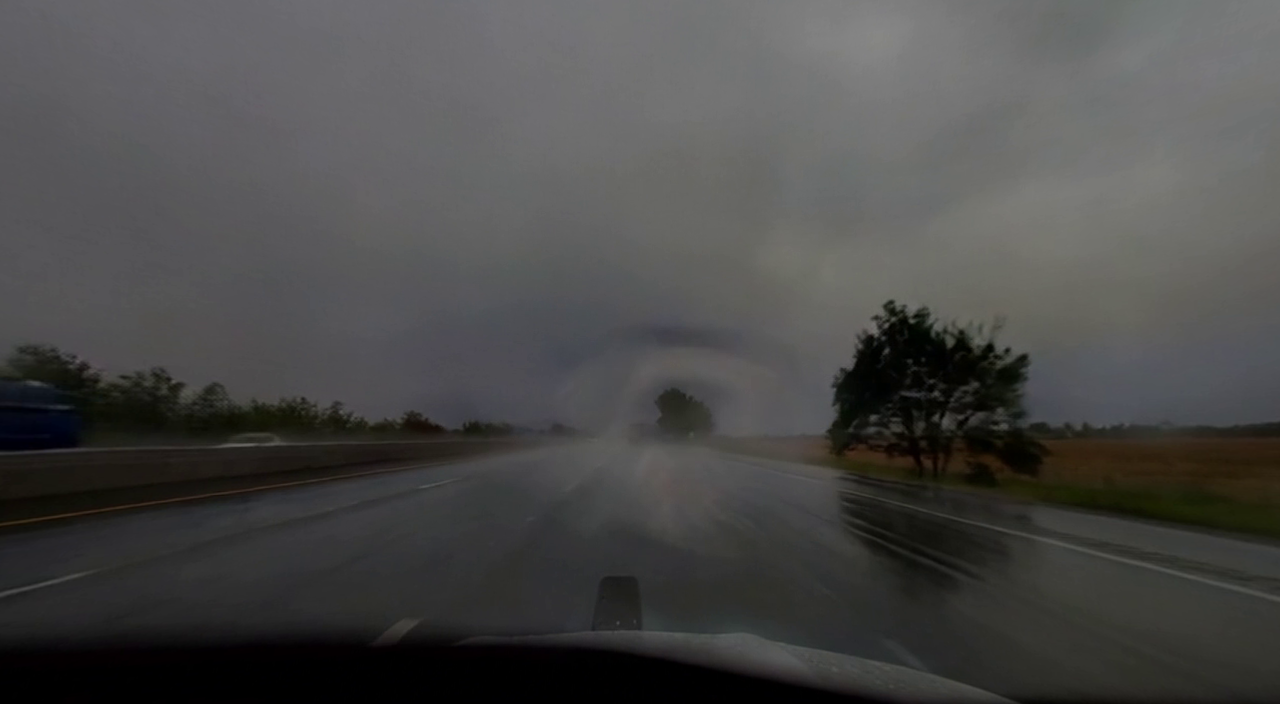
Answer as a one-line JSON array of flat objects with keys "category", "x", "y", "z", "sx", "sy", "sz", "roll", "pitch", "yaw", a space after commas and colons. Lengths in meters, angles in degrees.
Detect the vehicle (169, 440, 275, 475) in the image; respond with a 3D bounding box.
[{"category": "vehicle", "x": -19.966, "y": 5.005, "z": 30.315, "sx": 2.008, "sy": 1.529, "sz": 4.678, "roll": 0, "pitch": -8, "yaw": -2}]
